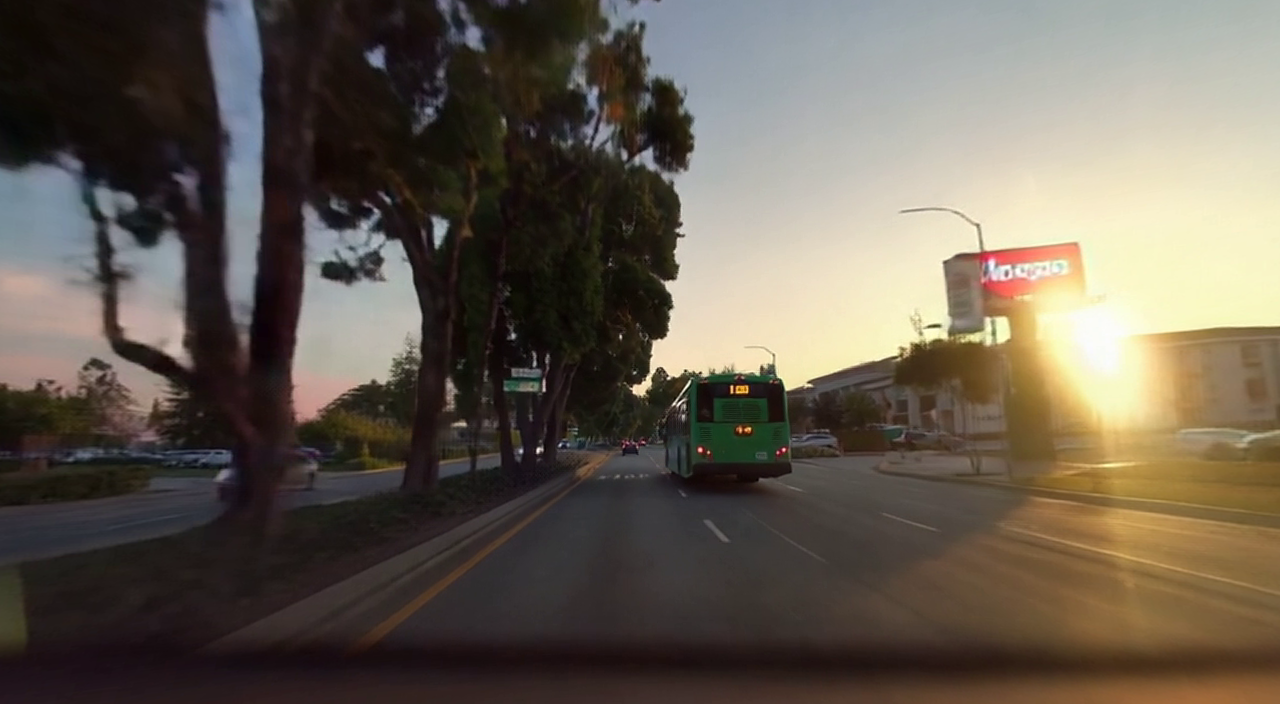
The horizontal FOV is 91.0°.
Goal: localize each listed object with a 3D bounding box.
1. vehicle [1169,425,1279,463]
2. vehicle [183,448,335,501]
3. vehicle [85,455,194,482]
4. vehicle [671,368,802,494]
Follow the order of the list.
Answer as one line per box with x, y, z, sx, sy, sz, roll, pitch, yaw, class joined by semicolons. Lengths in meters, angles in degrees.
23.993;3.600;24.685;4.659;1.434;1.900;-1;-8;2;vehicle
-12.412;3.984;20.955;2.081;1.492;4.668;0;-8;1;vehicle
-31.813;7.375;40.116;1.983;1.531;5.126;-8;-11;44;vehicle
2.753;2.718;21.188;2.766;3.306;9.281;0;-8;-1;vehicle
